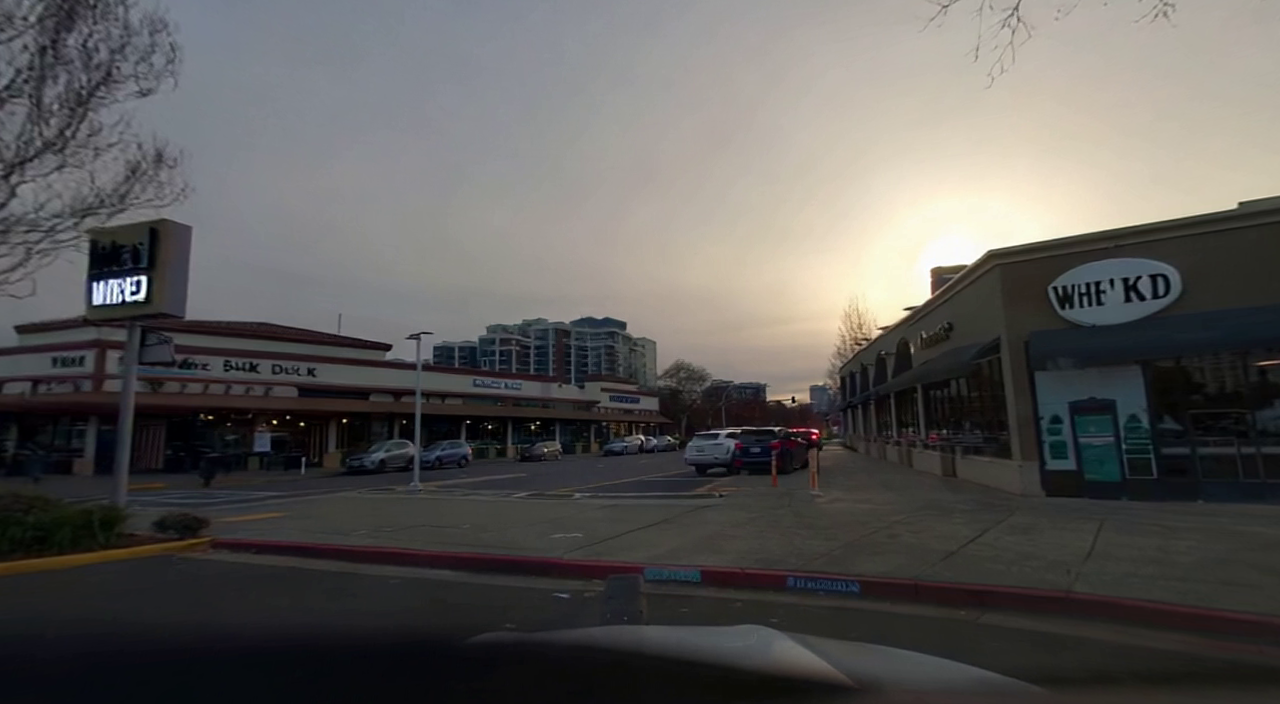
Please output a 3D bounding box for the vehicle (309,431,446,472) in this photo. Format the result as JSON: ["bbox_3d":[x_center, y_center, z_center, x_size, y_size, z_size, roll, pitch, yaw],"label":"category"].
[{"bbox_3d":[-10.707,4.074,25.895,4.814,1.618,1.869,-1,-9,5],"label":"vehicle"}]

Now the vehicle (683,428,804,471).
[{"bbox_3d":[4.338,4.077,26.469,4.706,1.663,1.993,-3,-9,20],"label":"vehicle"}]
